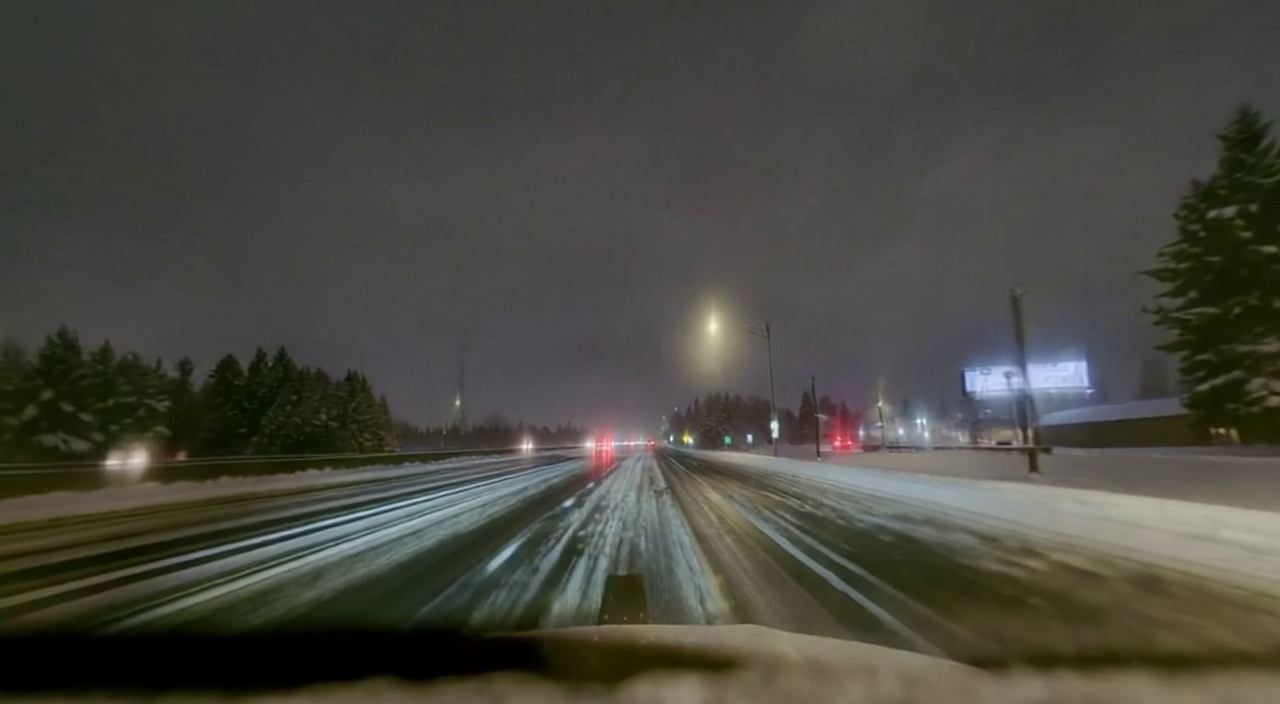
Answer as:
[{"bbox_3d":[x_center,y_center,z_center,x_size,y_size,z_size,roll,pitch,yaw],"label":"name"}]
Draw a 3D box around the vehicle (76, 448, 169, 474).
[{"bbox_3d":[-32.018,6.720,39.195,1.796,1.467,4.575,0,-8,1],"label":"vehicle"}]
